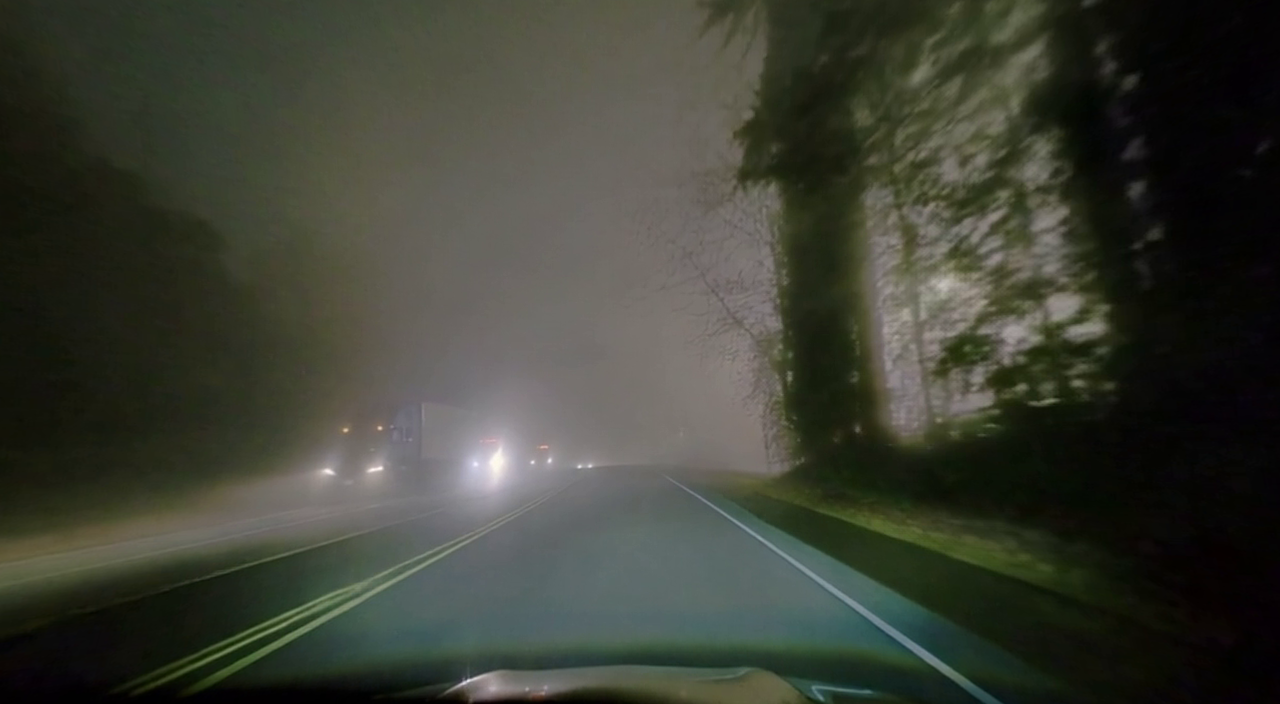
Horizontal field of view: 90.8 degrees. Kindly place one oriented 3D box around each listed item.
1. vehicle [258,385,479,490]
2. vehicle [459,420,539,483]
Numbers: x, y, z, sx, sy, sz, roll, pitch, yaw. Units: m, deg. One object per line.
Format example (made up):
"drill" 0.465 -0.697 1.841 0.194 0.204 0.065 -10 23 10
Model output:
"vehicle" -10.701 3.956 26.776 5.596 3.130 8.972 -4 -13 -2
"vehicle" -8.431 6.016 39.251 2.788 3.365 9.652 0 -7 0
